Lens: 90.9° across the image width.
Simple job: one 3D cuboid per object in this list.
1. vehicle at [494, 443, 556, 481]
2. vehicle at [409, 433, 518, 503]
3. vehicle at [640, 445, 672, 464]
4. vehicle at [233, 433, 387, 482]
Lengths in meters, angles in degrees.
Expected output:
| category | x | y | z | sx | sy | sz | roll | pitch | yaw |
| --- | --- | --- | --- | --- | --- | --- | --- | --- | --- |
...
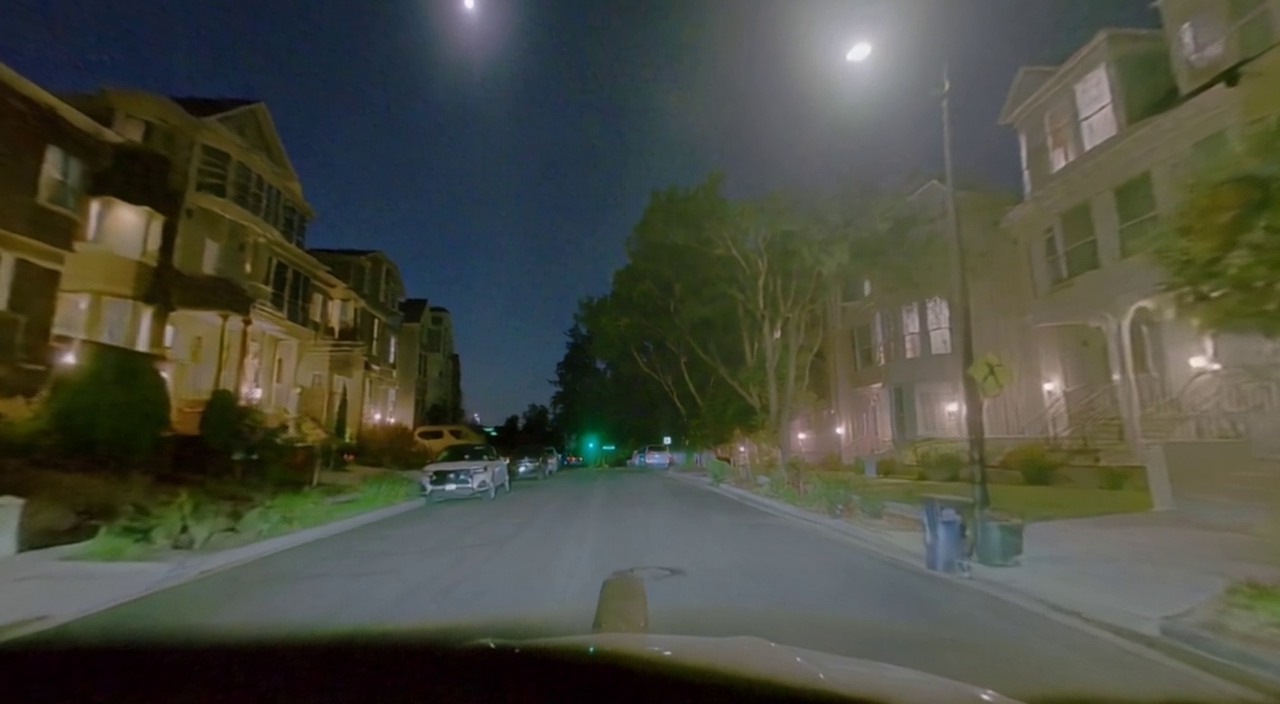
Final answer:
| category | x | y | z | sx | sy | sz | roll | pitch | yaw |
| --- | --- | --- | --- | --- | --- | --- | --- | --- | --- |
| vehicle | -5.046 | 4.908 | 28.388 | 2.086 | 1.493 | 4.582 | -1 | -9 | -2 |
| vehicle | -4.717 | 3.199 | 17.615 | 1.974 | 1.664 | 4.539 | 0 | -10 | -4 |
| vehicle | 1.207 | 8.087 | 49.850 | 2.000 | 1.456 | 5.251 | 1 | -9 | -5 |
| vehicle | -11.820 | 3.796 | 22.824 | 4.414 | 1.658 | 1.988 | 0 | -9 | -3 |
